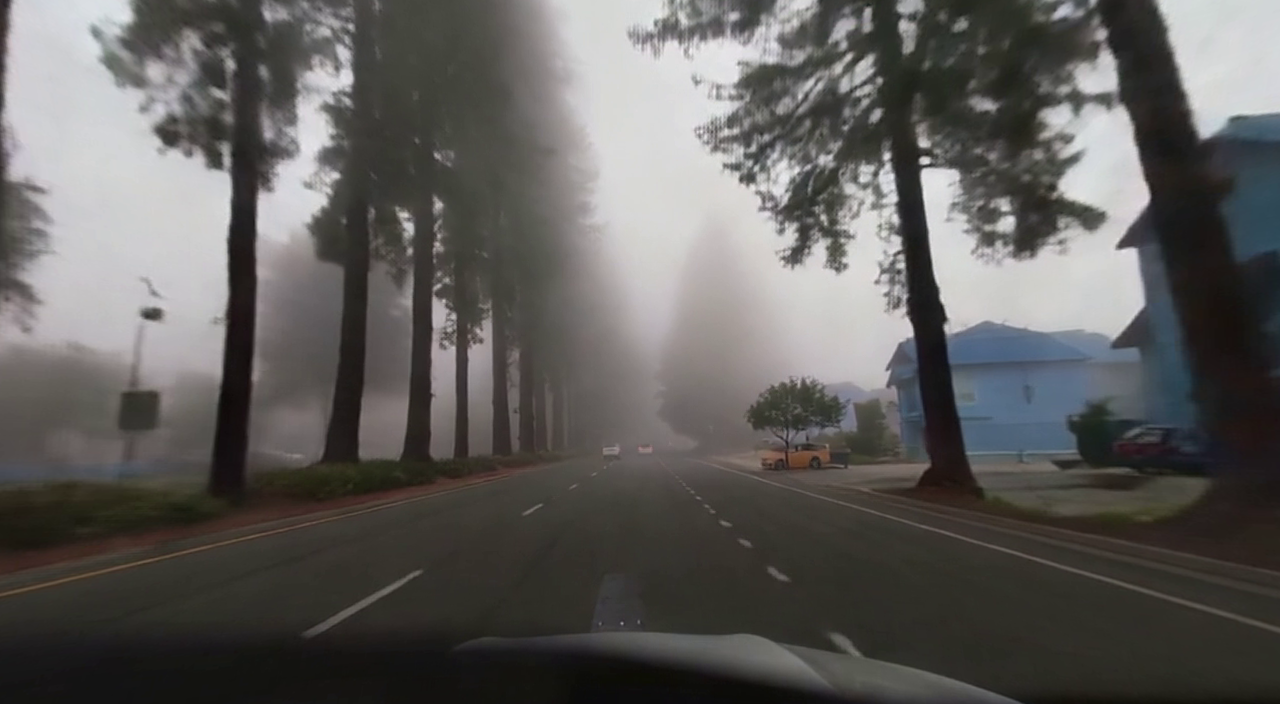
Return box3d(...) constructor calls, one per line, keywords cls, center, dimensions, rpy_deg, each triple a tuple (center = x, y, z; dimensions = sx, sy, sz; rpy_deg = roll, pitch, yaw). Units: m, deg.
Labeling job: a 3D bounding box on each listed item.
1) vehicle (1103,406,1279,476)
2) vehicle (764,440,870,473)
box3d(cls="vehicle", center=(17.473, 2.762, 19.447), dimensions=(2.094, 1.813, 5.789), rpy_deg=(0, -9, 2))
box3d(cls="vehicle", center=(8.344, 4.987, 30.111), dimensions=(4.575, 1.514, 1.932), rpy_deg=(-1, -9, 8))
